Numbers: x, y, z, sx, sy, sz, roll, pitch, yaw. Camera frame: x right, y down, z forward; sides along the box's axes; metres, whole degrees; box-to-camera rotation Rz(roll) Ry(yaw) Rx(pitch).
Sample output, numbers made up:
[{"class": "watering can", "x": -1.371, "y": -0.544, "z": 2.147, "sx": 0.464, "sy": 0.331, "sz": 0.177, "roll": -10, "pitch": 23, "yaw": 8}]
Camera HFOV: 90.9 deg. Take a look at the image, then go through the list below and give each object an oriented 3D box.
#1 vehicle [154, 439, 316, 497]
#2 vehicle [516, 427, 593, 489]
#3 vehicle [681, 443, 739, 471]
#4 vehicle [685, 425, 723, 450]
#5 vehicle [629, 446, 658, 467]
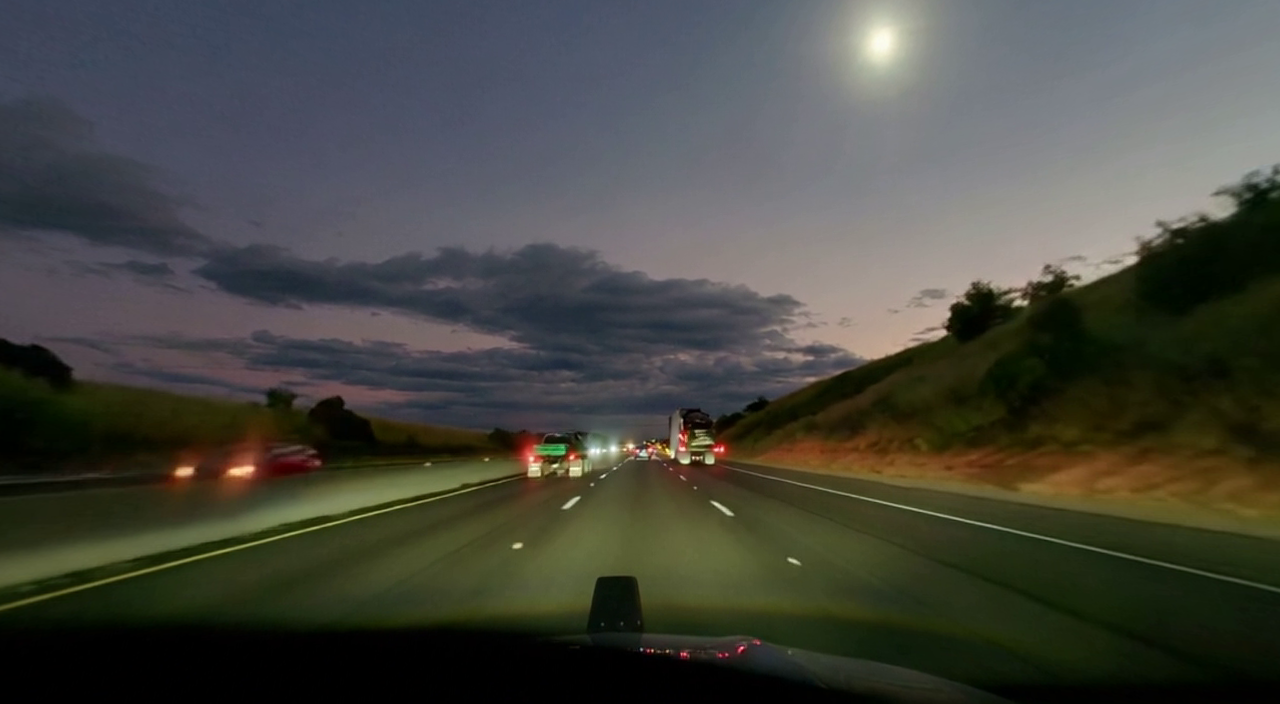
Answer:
[{"class": "vehicle", "x": -11.229, "y": 3.221, "z": 17.877, "sx": 1.939, "sy": 1.460, "sz": 4.031, "roll": 0, "pitch": -9, "yaw": -1}, {"class": "vehicle", "x": -3.027, "y": 3.899, "z": 23.270, "sx": 2.142, "sy": 2.044, "sz": 4.446, "roll": 0, "pitch": -9, "yaw": 1}, {"class": "vehicle", "x": 4.254, "y": 6.633, "z": 40.074, "sx": 2.654, "sy": 1.574, "sz": 9.537, "roll": 0, "pitch": -9, "yaw": 0}, {"class": "vehicle", "x": 4.129, "y": 5.678, "z": 41.354, "sx": 1.968, "sy": 1.547, "sz": 4.215, "roll": 0, "pitch": -9, "yaw": -2}, {"class": "vehicle", "x": 0.276, "y": 7.886, "z": 47.753, "sx": 2.086, "sy": 1.497, "sz": 3.681, "roll": 0, "pitch": -9, "yaw": 0}]
